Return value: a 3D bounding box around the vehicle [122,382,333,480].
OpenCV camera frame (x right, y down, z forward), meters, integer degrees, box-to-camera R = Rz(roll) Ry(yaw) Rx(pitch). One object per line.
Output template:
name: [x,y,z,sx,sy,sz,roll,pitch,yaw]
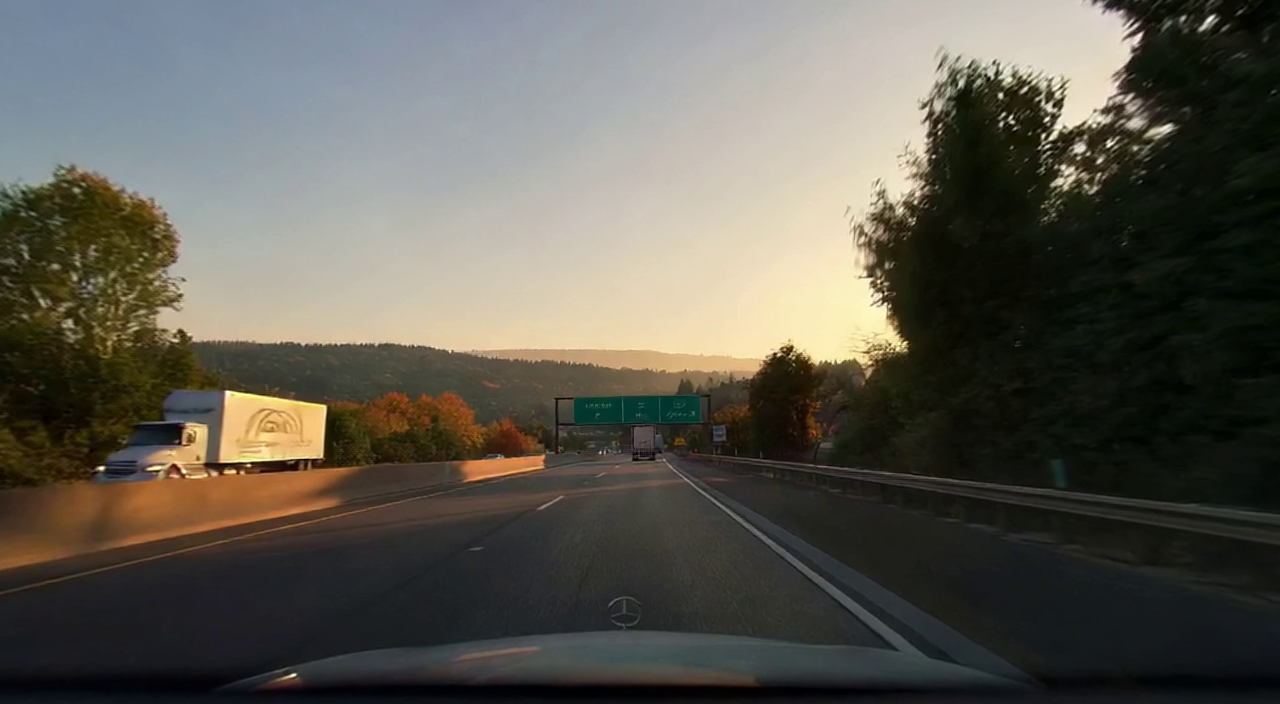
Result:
vehicle: [-17.986,3.683,28.791,3.010,3.718,9.772,0,-8,0]
